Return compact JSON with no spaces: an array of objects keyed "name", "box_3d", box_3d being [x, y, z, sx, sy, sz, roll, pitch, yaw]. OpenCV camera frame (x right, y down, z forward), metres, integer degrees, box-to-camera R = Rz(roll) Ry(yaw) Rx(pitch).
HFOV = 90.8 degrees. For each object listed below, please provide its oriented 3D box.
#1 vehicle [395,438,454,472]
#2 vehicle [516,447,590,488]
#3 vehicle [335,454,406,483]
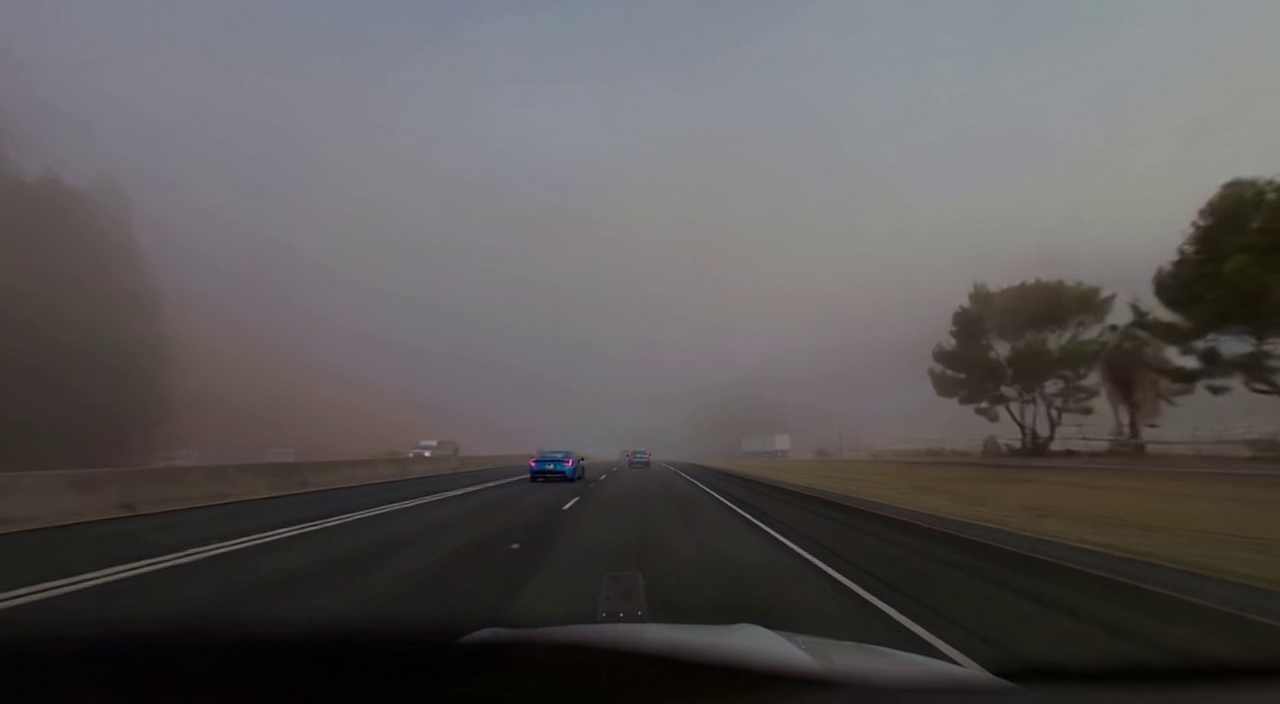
[{"name":"vehicle","box_3d":[-16.850,8.091,49.875,2.222,2.428,6.706,0,-9,0]},{"name":"vehicle","box_3d":[-3.294,4.488,24.914,2.170,1.451,4.584,0,-9,2]},{"name":"vehicle","box_3d":[-14.313,6.198,33.791,1.907,1.417,4.284,0,-9,0]}]
